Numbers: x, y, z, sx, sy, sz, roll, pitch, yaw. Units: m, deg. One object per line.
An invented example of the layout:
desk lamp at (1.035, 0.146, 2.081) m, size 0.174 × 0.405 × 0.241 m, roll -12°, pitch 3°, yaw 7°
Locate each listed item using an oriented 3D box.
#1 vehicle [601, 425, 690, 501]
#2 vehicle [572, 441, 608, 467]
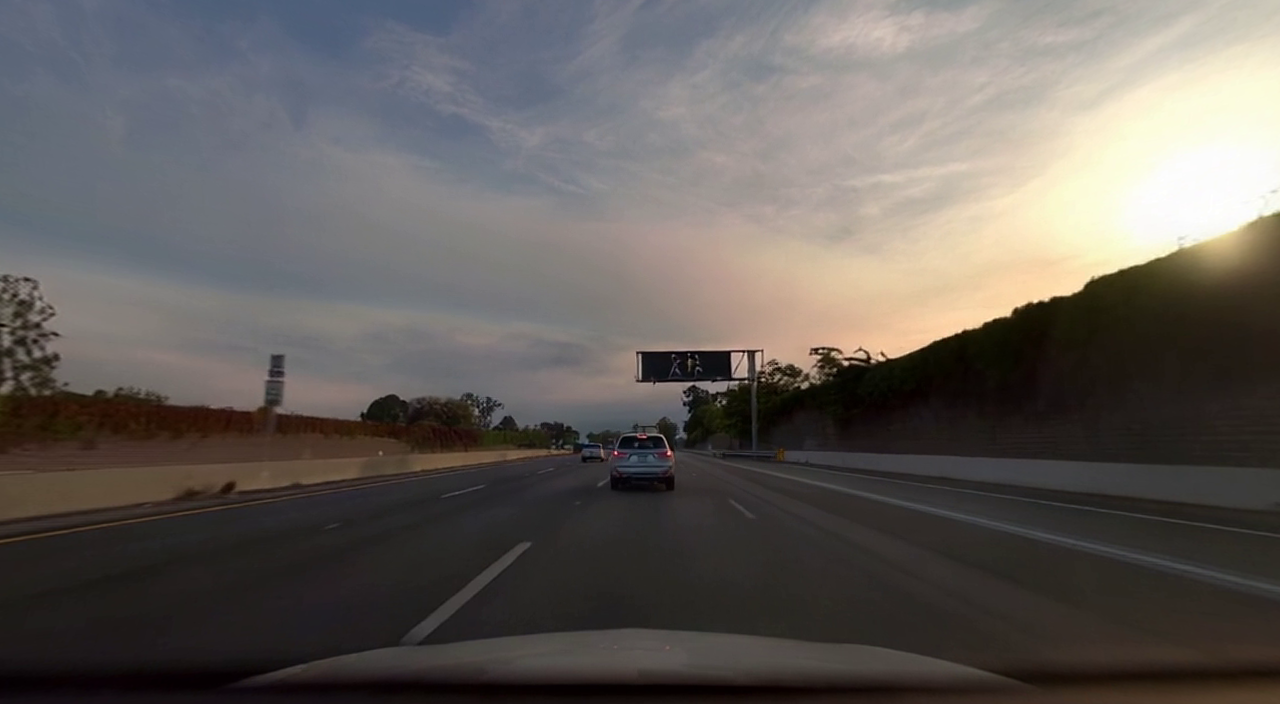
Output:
vehicle at (0.118, 2.974, 17.324) m, size 2.114 × 1.787 × 4.365 m, roll 0°, pitch -8°, yaw 0°
vehicle at (-3.199, 6.585, 40.987) m, size 1.927 × 1.555 × 3.959 m, roll 0°, pitch -8°, yaw 1°
